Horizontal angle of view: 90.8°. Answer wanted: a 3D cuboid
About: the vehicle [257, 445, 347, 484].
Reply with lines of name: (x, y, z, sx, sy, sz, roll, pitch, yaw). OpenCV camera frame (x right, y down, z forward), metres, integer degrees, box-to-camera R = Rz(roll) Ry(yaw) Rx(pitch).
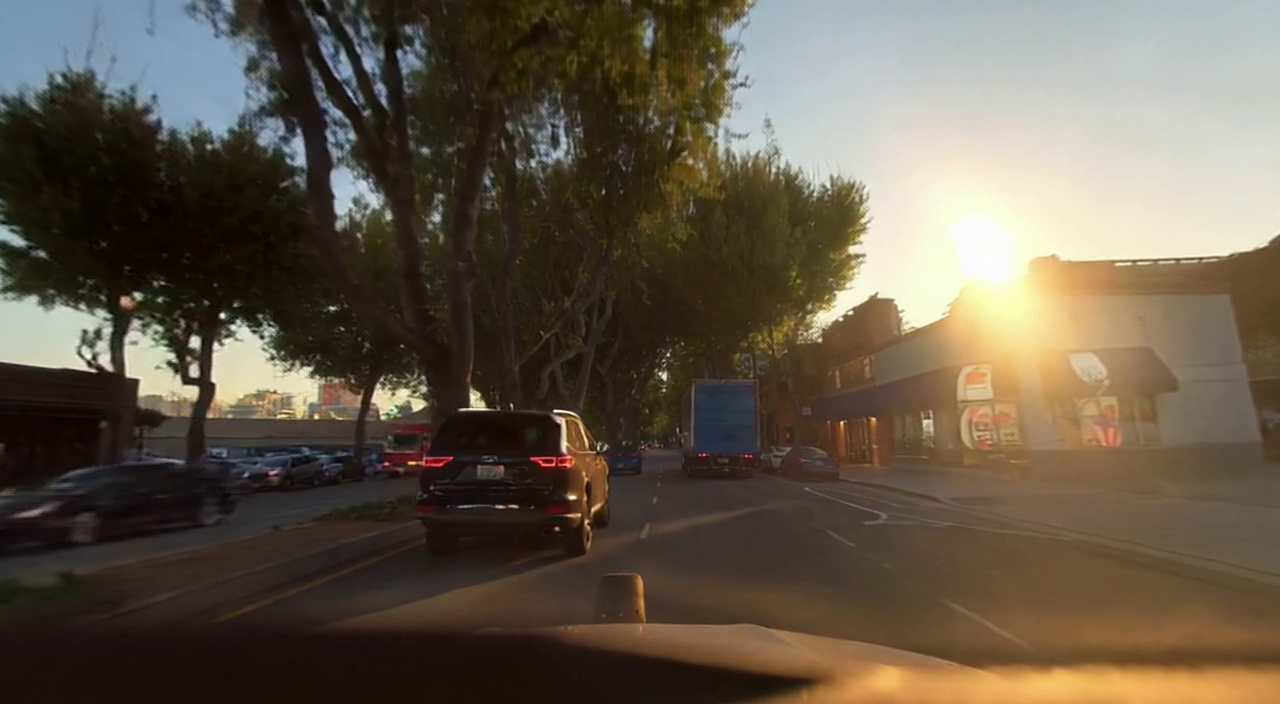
vehicle: (-21.195, 7.013, 39.997, 2.233, 2.228, 5.747, 0, -8, 4)

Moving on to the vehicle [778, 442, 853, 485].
vehicle: (6.826, 4.346, 24.977, 1.929, 1.522, 4.158, -1, -9, 3)

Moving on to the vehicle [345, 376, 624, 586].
vehicle: (-1.603, 1.622, 8.715, 2.293, 2.036, 4.853, -1, -9, 4)

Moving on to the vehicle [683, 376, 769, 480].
vehicle: (3.921, 4.029, 32.238, 3.007, 4.206, 12.913, -1, -8, 2)

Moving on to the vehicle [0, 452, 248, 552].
vehicle: (-9.886, 2.639, 11.879, 1.915, 1.434, 4.609, -1, -9, 3)
